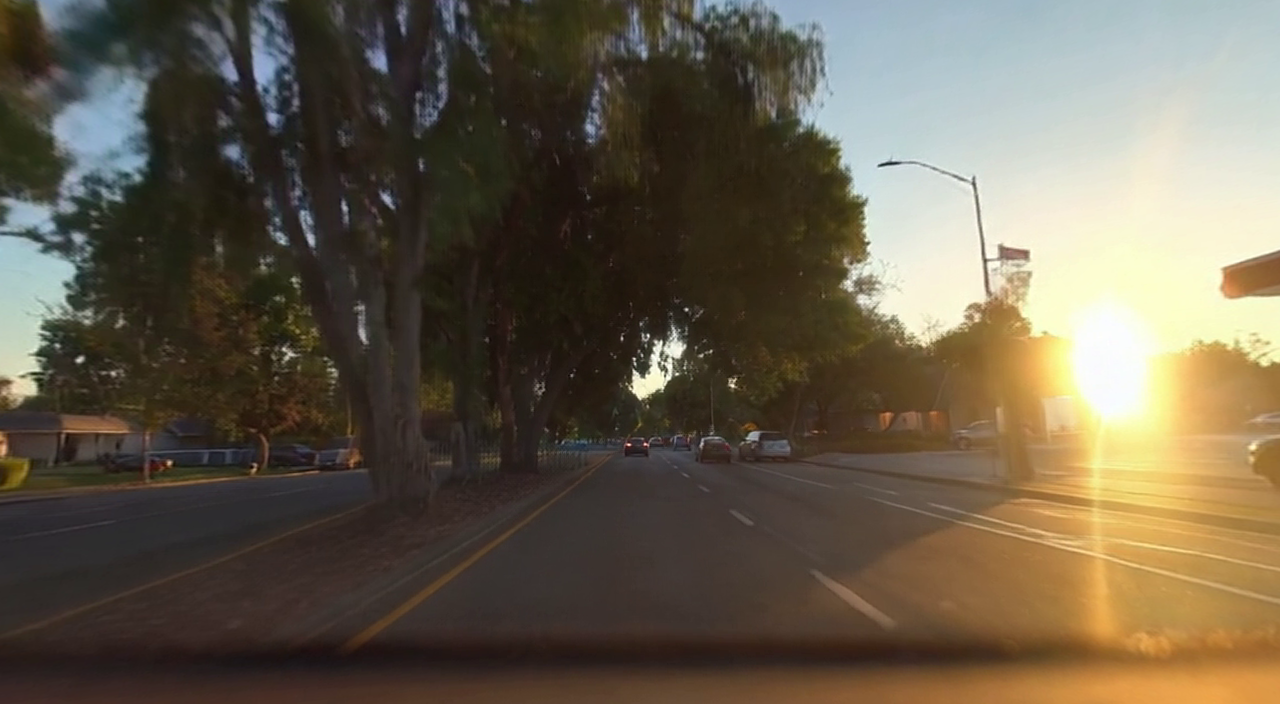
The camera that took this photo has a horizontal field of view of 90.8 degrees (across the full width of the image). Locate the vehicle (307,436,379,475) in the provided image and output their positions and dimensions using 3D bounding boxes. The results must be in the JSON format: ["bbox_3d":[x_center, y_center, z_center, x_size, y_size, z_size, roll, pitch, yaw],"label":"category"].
[{"bbox_3d":[-18.930,6.548,40.600,2.222,2.141,5.390,-1,-6,-3],"label":"vehicle"}]

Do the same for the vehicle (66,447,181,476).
[{"bbox_3d":[-27.498,5.831,33.713,4.413,1.451,1.882,0,-9,0],"label":"vehicle"}]

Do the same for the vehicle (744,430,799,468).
[{"bbox_3d":[6.538,4.885,31.918,2.117,1.757,4.969,-1,-9,5],"label":"vehicle"}]

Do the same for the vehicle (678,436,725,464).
[{"bbox_3d":[3.355,5.467,35.339,2.124,1.476,4.730,0,-8,-1],"label":"vehicle"}]

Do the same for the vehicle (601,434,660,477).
[{"bbox_3d":[-0.298,3.884,23.919,2.052,1.488,3.779,0,-8,1],"label":"vehicle"}]
